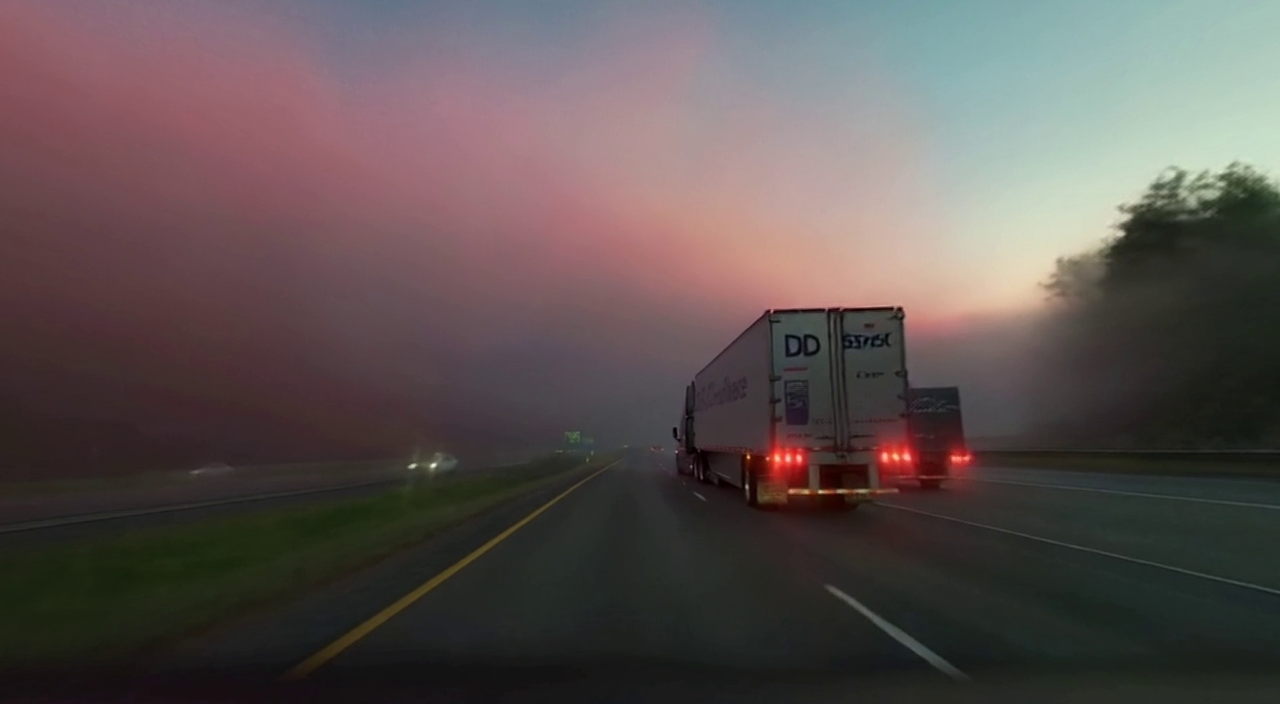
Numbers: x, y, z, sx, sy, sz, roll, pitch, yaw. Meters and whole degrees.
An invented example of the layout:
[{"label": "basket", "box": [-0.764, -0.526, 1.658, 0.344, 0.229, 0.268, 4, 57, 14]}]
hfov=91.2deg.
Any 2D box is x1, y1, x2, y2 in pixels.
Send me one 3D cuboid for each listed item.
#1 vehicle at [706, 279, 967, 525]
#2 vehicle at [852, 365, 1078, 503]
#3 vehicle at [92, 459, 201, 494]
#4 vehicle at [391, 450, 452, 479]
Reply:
[{"label": "vehicle", "box": [3.661, 1.490, 14.987, 3.025, 4.010, 9.542, 0, -9, 0]}, {"label": "vehicle", "box": [11.409, 3.175, 23.882, 2.946, 4.031, 10.368, -1, -8, 0]}, {"label": "vehicle", "box": [-25.047, 6.295, 32.042, 1.889, 1.541, 4.400, -1, -9, 2]}, {"label": "vehicle", "box": [-12.979, 6.678, 37.472, 2.075, 1.574, 4.138, 0, -9, 1]}]
